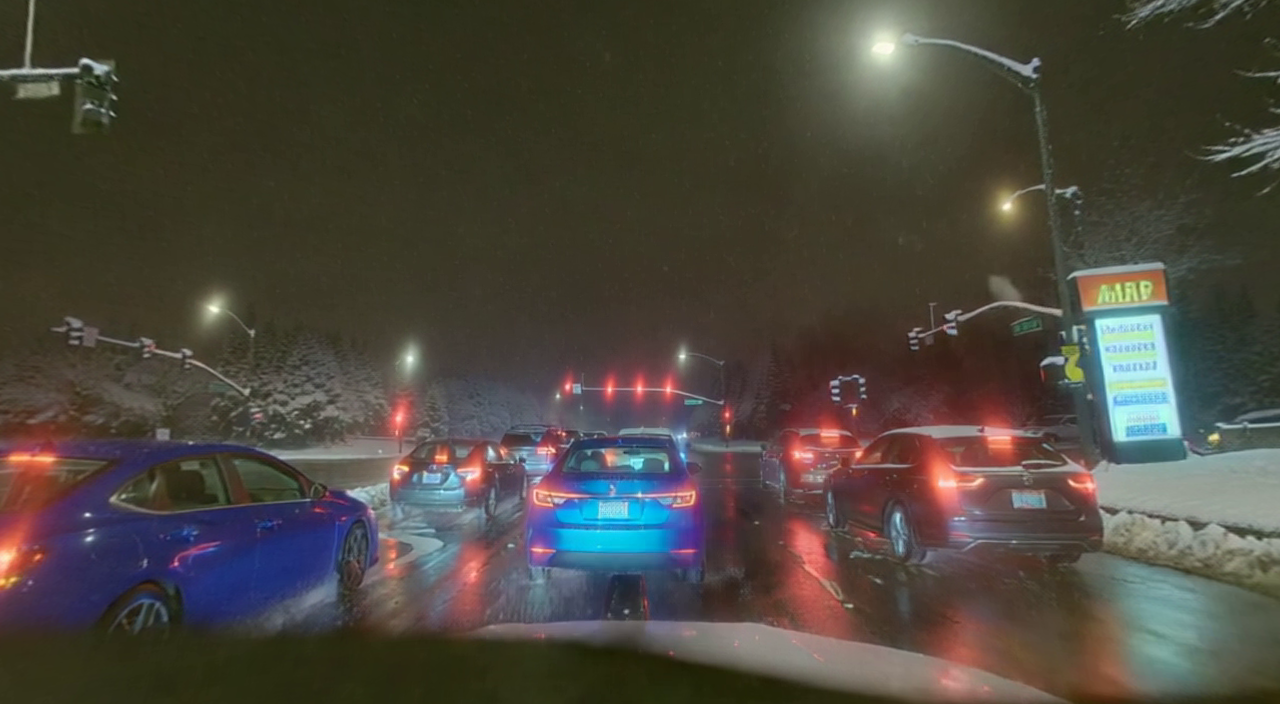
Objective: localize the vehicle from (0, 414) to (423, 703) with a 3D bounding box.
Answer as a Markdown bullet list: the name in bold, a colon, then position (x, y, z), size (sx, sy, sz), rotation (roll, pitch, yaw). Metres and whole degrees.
- **vehicle**: position (-3.401, 1.300, 4.732), size (1.980, 1.454, 4.226), rotation (0, -8, 1)

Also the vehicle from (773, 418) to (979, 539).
- **vehicle**: position (3.776, 2.098, 11.026), size (2.007, 1.683, 4.171), rotation (0, -8, 1)

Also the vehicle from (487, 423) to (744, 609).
- **vehicle**: position (-0.187, 1.621, 7.129), size (2.059, 1.477, 3.988), rotation (0, -8, 0)

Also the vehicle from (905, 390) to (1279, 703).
- **vehicle**: position (3.418, 1.071, 3.551), size (1.981, 1.499, 4.536), rotation (-1, -8, 2)
